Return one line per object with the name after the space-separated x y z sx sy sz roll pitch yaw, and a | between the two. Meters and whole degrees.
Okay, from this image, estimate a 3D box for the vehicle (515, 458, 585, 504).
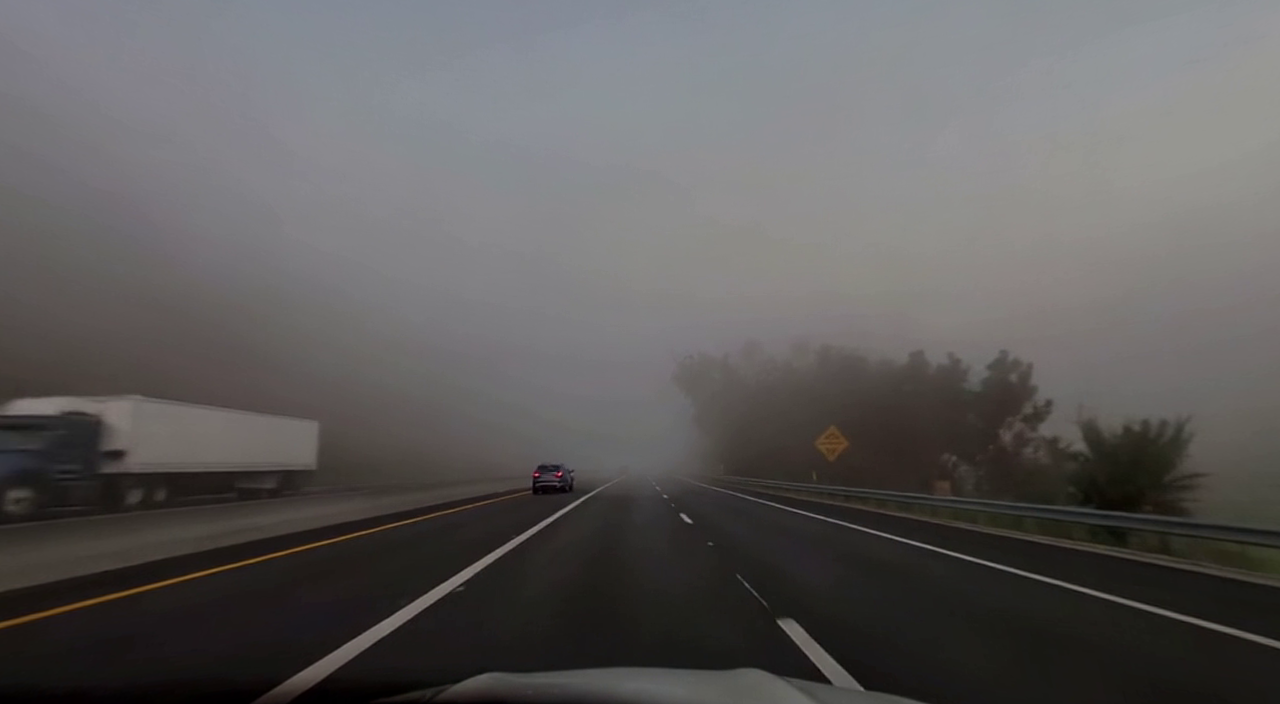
-3.551 5.225 25.726 2.053 1.657 4.725 1 -10 1 | vehicle

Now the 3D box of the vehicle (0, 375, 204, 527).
-17.347 2.932 18.313 2.944 3.713 8.529 1 -11 1 | vehicle
